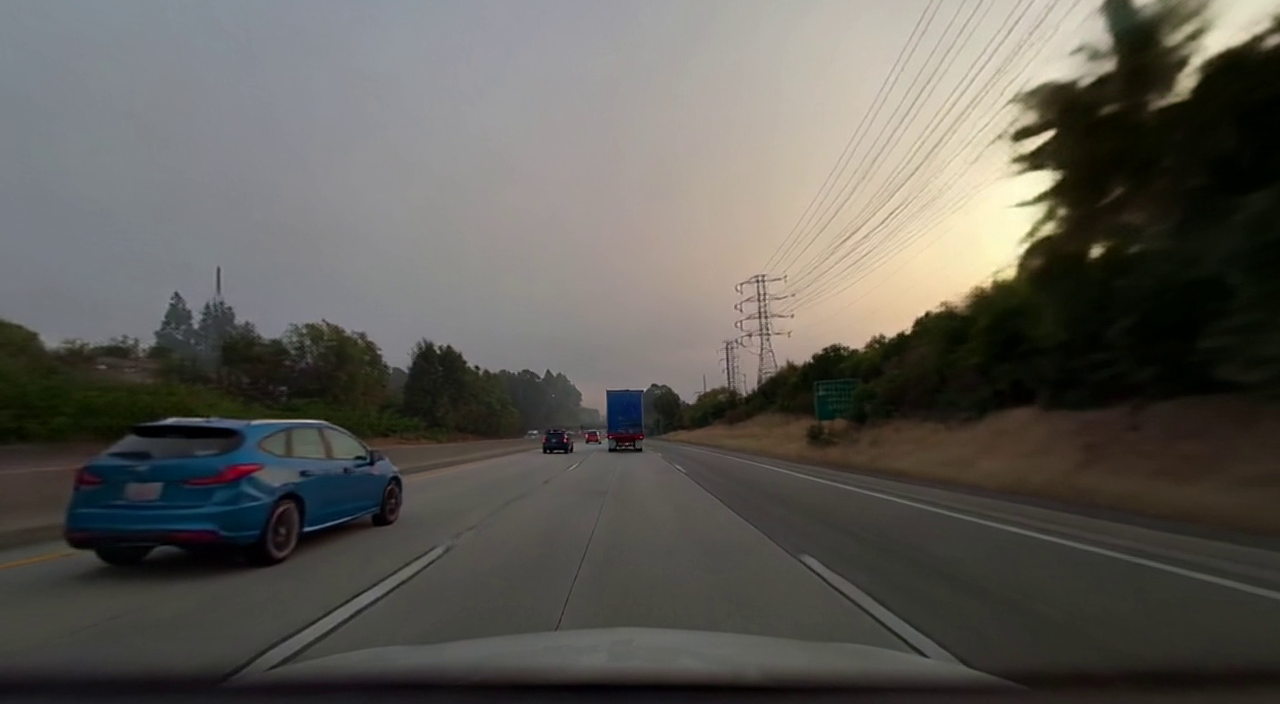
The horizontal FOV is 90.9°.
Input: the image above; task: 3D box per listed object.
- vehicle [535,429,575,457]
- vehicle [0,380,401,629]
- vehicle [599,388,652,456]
[{"bbox_3d":[-5.048,5.466,38.084,1.934,1.549,4.194,0,-8,-2],"label":"vehicle"},{"bbox_3d":[-4.351,1.290,6.417,2.117,1.618,4.480,0,-8,-1],"label":"vehicle"},{"bbox_3d":[-0.955,4.597,40.666,2.955,3.851,9.915,0,-8,-1],"label":"vehicle"}]
